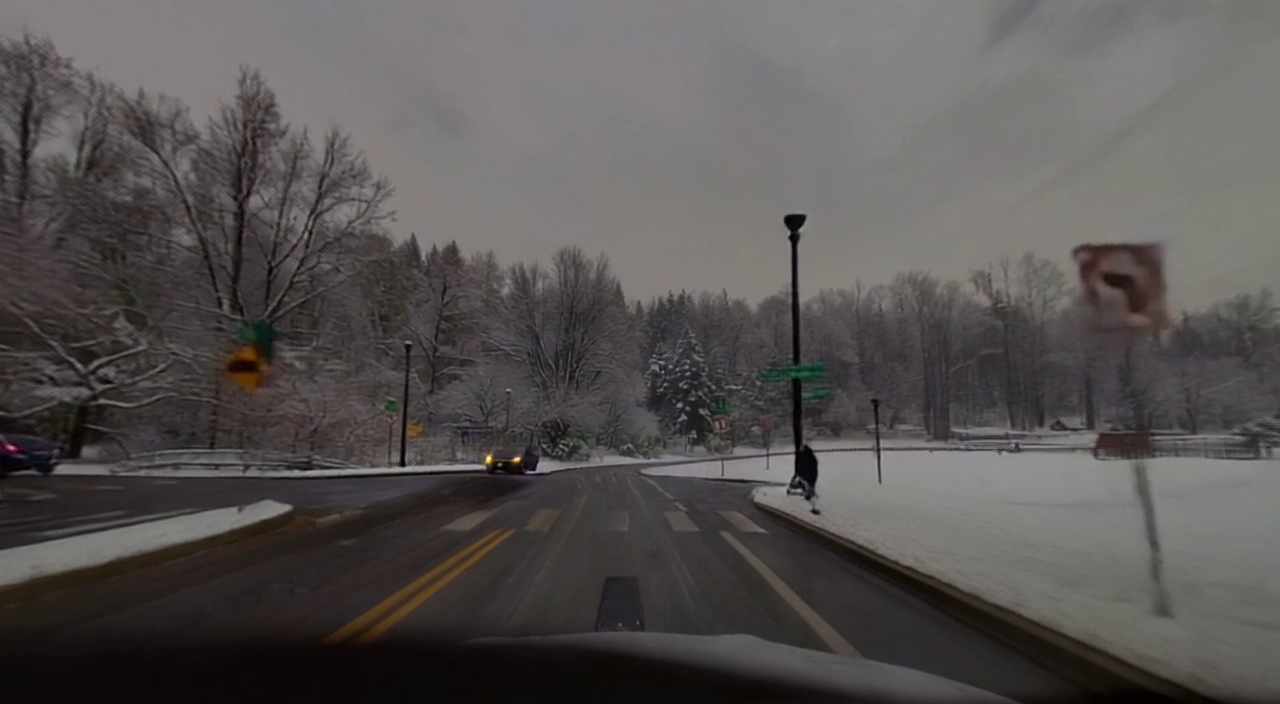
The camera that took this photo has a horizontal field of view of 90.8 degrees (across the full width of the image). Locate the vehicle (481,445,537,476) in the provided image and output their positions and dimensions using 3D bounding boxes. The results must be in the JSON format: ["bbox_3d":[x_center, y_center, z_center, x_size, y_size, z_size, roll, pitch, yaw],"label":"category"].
[{"bbox_3d":[-7.649,6.351,37.282,2.036,1.686,4.780,-1,-8,3],"label":"vehicle"}]
